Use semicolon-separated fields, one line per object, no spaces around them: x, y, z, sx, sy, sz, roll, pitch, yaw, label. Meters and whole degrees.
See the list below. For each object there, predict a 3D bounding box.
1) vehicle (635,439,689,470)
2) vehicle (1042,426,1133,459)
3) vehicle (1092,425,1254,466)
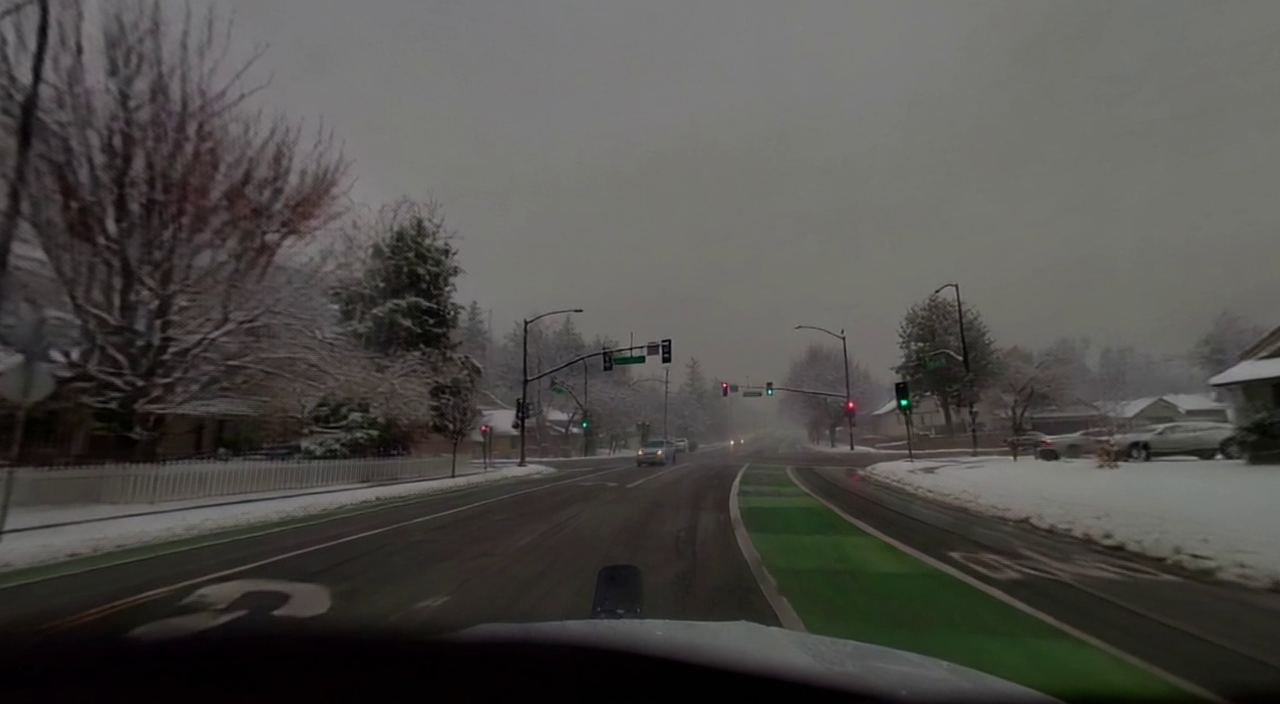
1.234;5.374;33.253;1.904;1.489;4.746;-2;-9;14;vehicle
22.702;4.622;32.184;1.937;1.474;5.114;-4;-9;14;vehicle
22.317;3.923;26.742;1.972;1.477;5.340;-2;-7;-4;vehicle
